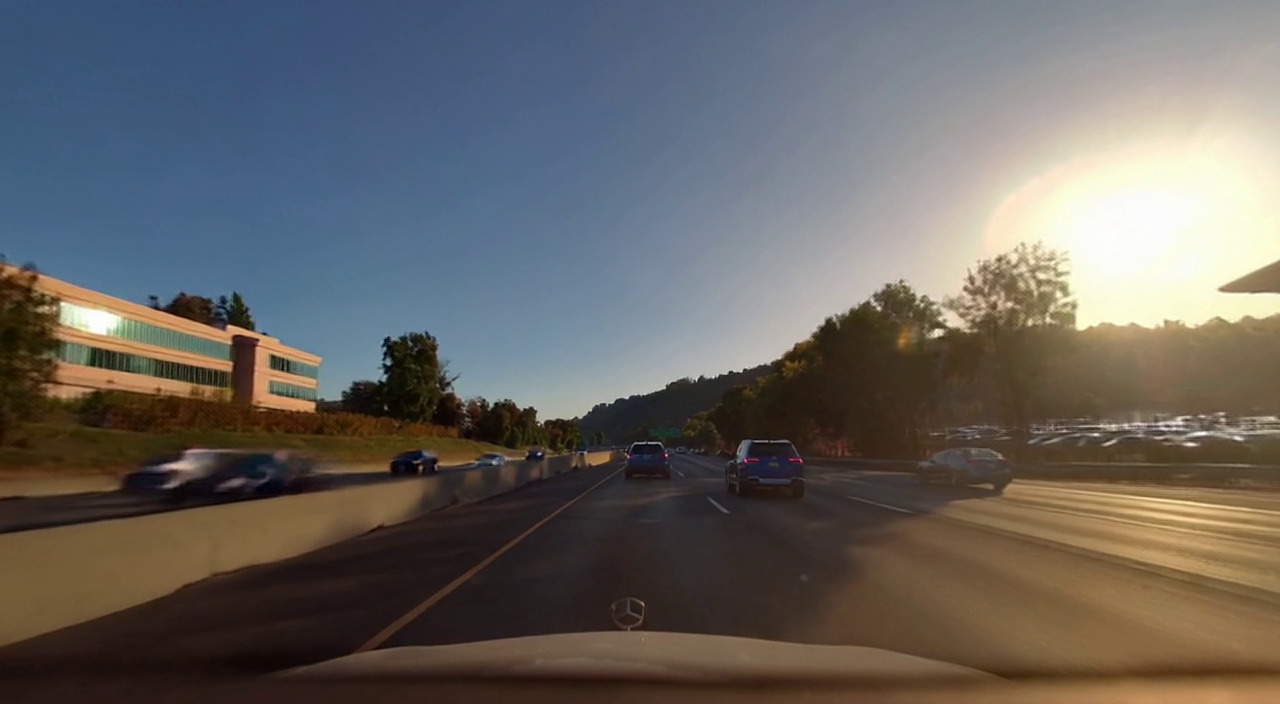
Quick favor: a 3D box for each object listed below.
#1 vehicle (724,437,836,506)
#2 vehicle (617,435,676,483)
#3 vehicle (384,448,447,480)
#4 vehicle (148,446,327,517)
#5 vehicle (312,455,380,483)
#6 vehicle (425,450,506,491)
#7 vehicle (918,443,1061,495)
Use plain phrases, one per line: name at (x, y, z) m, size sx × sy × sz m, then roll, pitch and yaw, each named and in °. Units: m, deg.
vehicle at (3.566, 3.114, 16.927) m, size 2.042 × 1.592 × 4.047 m, roll 0°, pitch -8°, yaw 0°
vehicle at (0.286, 4.527, 27.002) m, size 2.290 × 1.862 × 4.454 m, roll 0°, pitch -8°, yaw 1°
vehicle at (-13.961, 6.952, 39.567) m, size 2.092 × 1.805 × 4.904 m, roll 0°, pitch -8°, yaw 1°
vehicle at (-10.934, 3.501, 17.648) m, size 2.012 × 1.685 × 4.411 m, roll 0°, pitch -8°, yaw 1°
vehicle at (-17.757, 7.056, 38.340) m, size 1.918 × 1.456 × 4.459 m, roll 0°, pitch -8°, yaw 1°
vehicle at (-7.194, 4.915, 26.535) m, size 2.037 × 1.483 × 4.507 m, roll 0°, pitch -8°, yaw 1°
vehicle at (10.991, 3.681, 20.321) m, size 2.027 × 1.446 × 4.470 m, roll 0°, pitch -8°, yaw 0°
